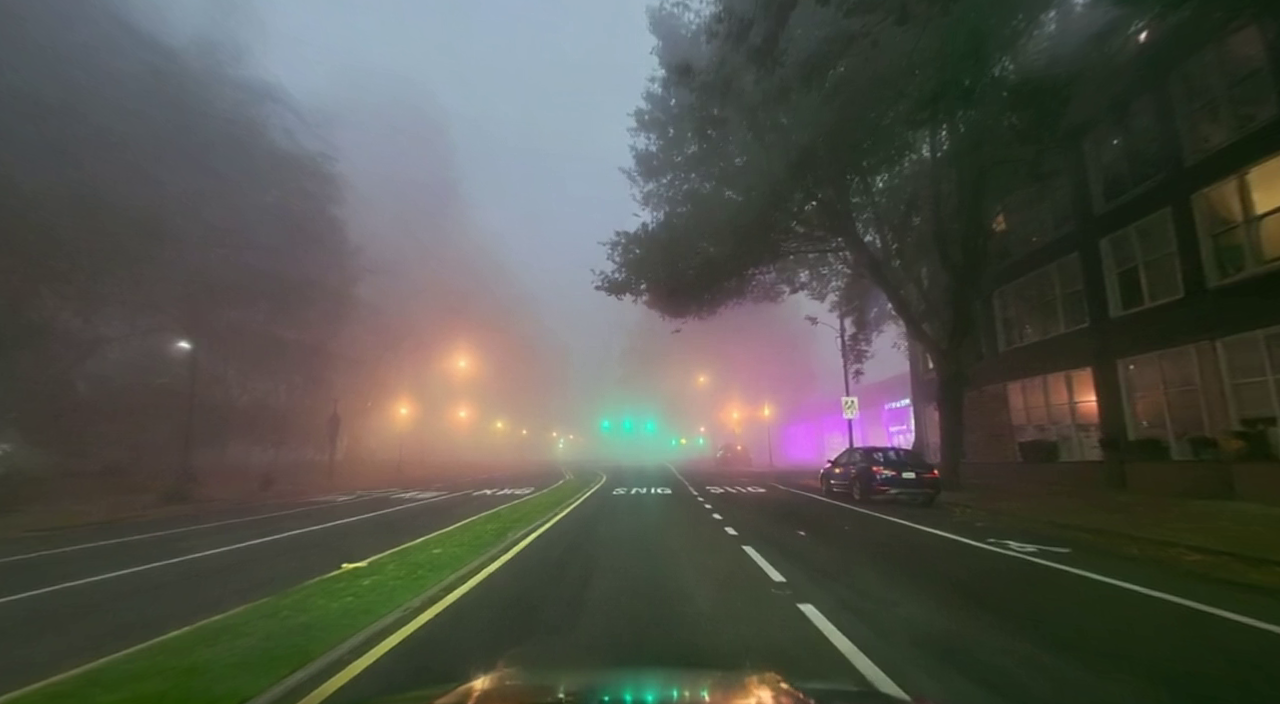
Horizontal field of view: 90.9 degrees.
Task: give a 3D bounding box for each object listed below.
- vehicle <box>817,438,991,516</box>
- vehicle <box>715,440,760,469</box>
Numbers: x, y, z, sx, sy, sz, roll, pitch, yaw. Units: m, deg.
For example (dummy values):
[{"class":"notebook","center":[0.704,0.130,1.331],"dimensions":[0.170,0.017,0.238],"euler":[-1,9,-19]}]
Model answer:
[{"class":"vehicle","center":[5.994,2.882,15.141],"dimensions":[2.088,1.543,4.964],"euler":[0,-8,1]},{"class":"vehicle","center":[6.761,7.166,44.193],"dimensions":[2.112,1.894,4.910],"euler":[0,-8,-3]}]
